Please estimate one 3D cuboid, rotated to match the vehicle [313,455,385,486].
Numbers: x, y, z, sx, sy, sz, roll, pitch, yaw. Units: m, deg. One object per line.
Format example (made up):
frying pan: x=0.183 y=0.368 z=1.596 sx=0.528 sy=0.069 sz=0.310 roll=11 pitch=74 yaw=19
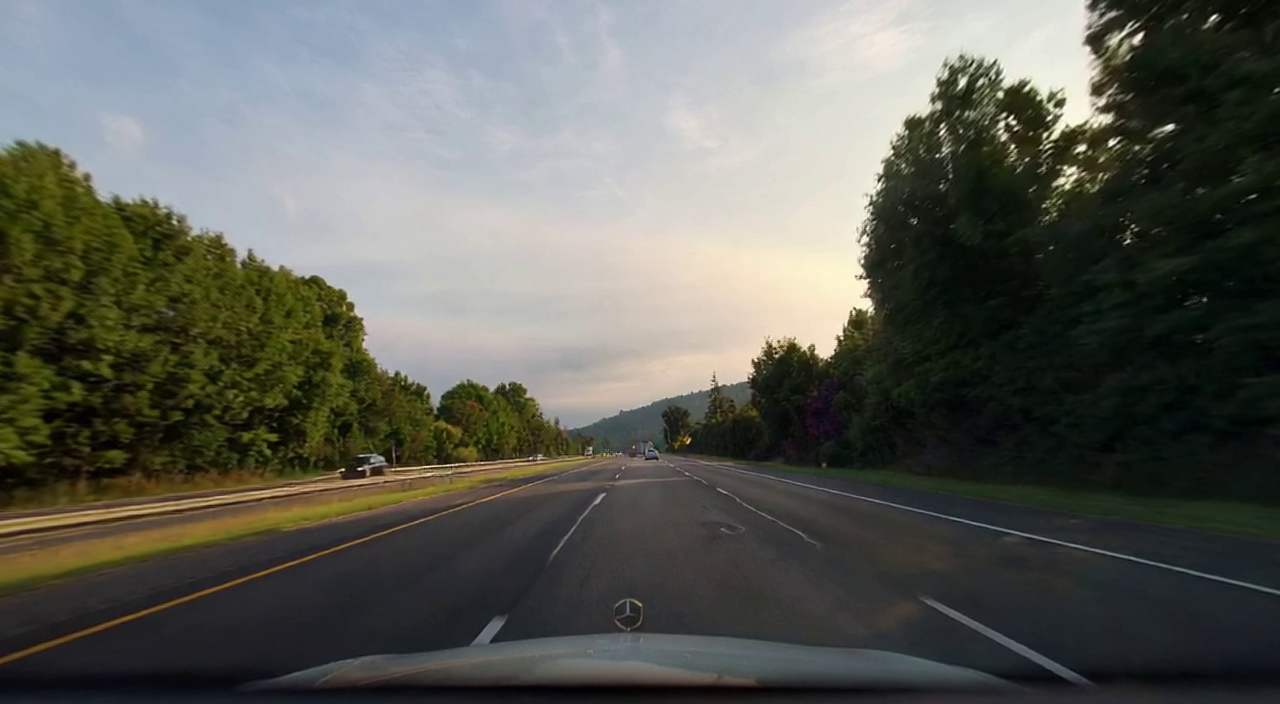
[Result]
vehicle: x=-17.049 y=6.941 z=37.189 sx=2.109 sy=1.696 sz=4.279 roll=0 pitch=-9 yaw=1
